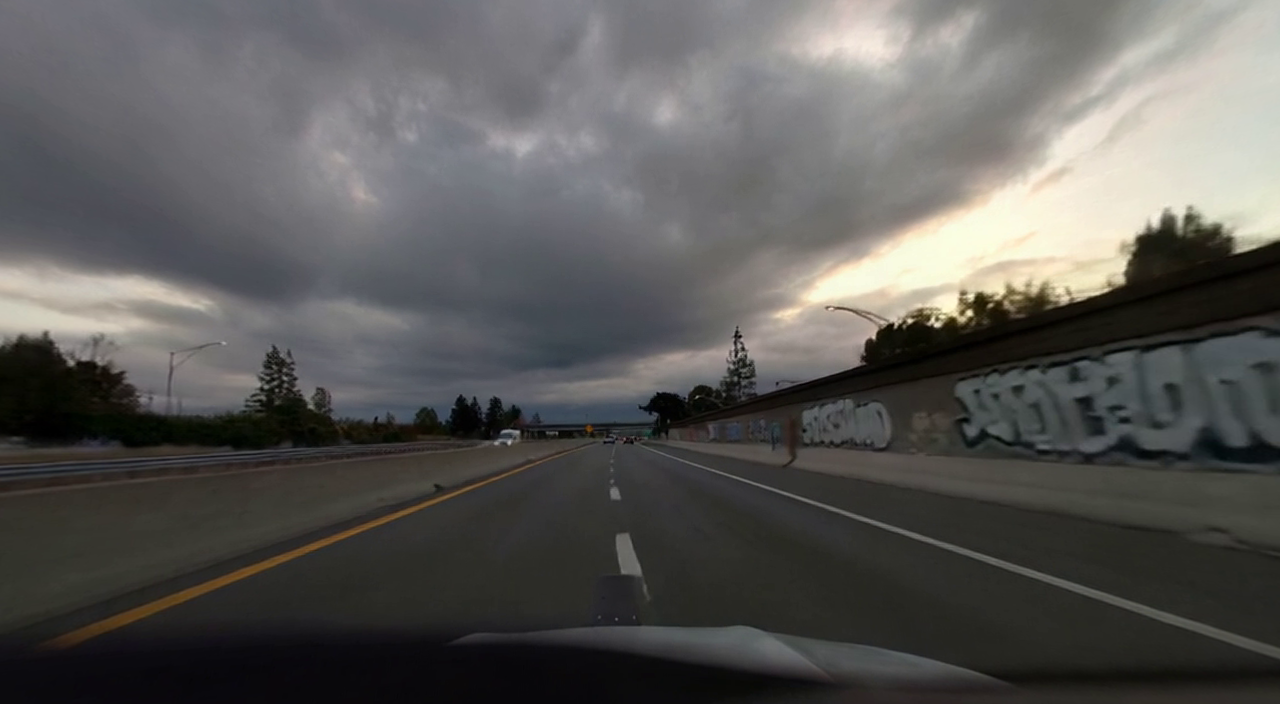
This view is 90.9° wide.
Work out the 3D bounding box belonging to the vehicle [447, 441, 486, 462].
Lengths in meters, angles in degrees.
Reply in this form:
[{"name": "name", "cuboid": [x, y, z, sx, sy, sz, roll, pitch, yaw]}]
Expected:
[{"name": "vehicle", "cuboid": [-12.837, 7.353, 46.811, 1.843, 1.466, 4.582, 0, -8, -3]}]
